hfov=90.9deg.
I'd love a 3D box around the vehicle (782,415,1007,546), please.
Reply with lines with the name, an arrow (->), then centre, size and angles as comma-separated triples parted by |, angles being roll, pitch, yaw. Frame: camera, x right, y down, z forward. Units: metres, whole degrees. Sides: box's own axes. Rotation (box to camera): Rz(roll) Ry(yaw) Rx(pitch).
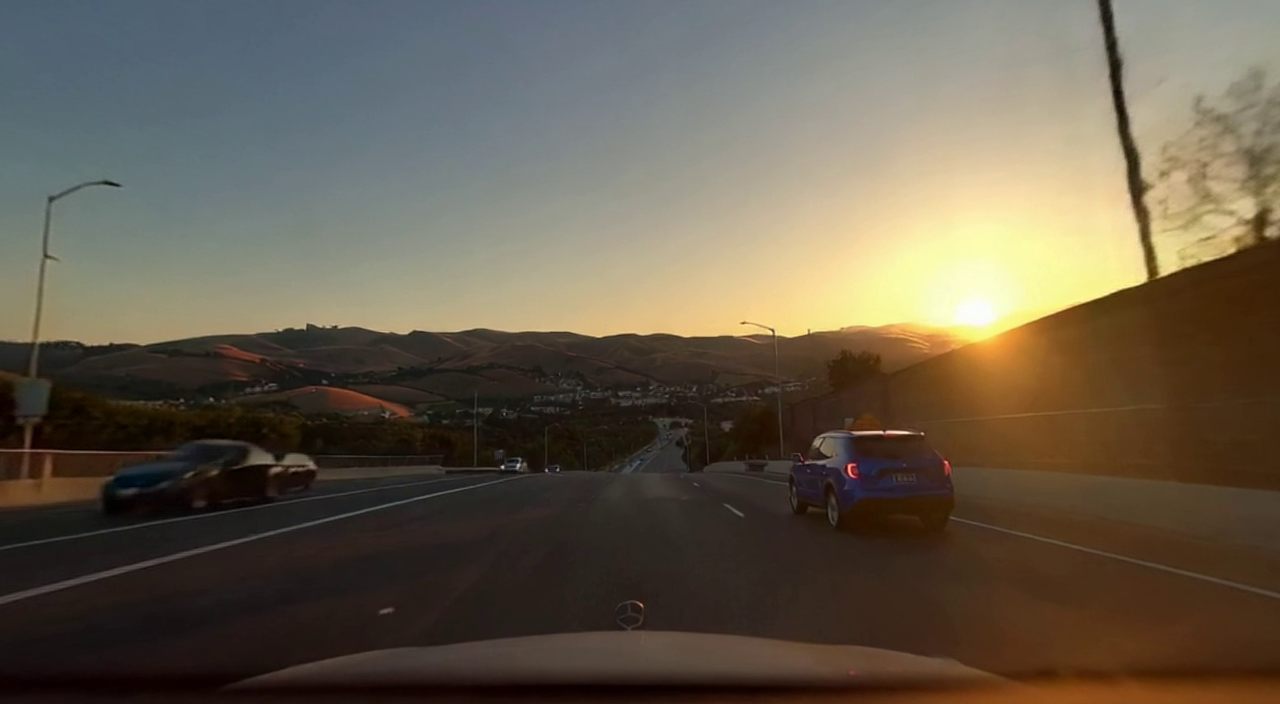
vehicle -> 3.921, 2.045, 10.703 | 1.989, 1.730, 4.324 | 0, -8, 0

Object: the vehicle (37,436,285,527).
vehicle -> -10.747, 2.888, 14.762 | 2.144, 1.762, 4.604 | 0, -8, 1
